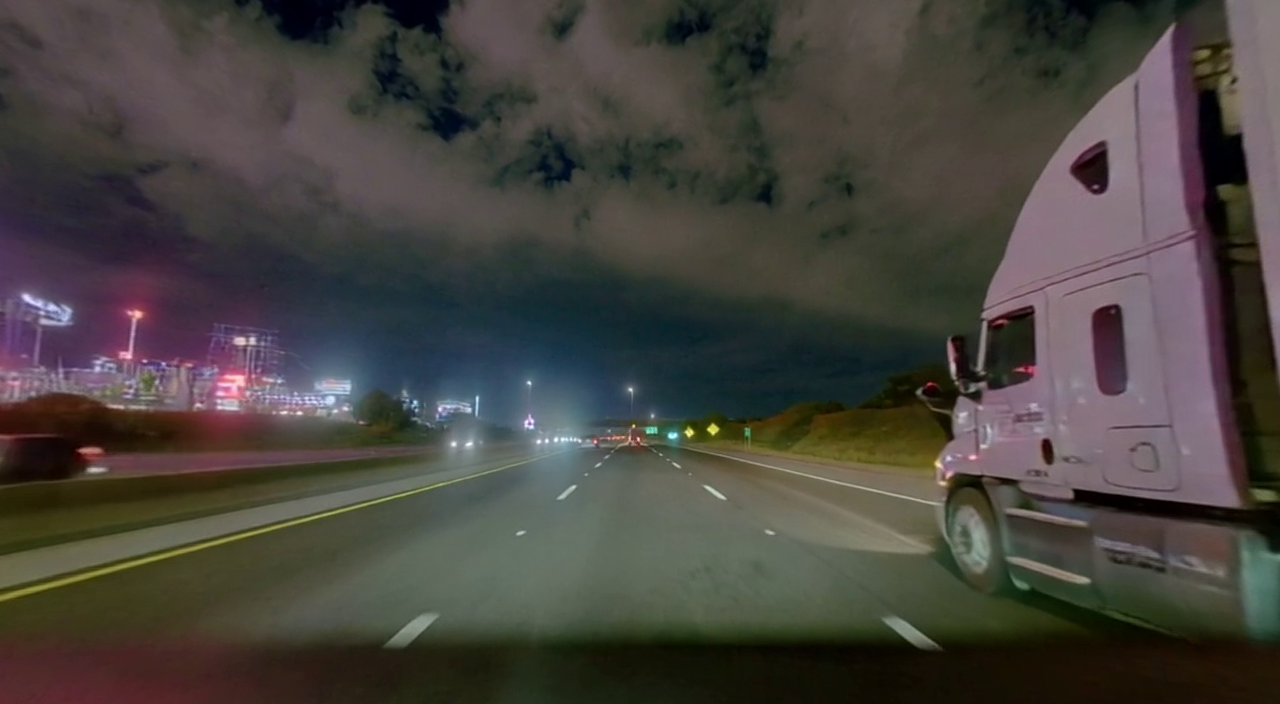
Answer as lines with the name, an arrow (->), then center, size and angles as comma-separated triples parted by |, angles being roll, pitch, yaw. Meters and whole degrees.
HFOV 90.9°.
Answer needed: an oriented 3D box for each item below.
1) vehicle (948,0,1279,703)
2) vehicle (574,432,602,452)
vehicle -> 3.834, -0.266, 1.420 | 3.027, 3.796, 6.035 | 0, -8, -1
vehicle -> -4.017, 6.965, 48.867 | 1.930, 1.484, 3.849 | 0, -8, -1
